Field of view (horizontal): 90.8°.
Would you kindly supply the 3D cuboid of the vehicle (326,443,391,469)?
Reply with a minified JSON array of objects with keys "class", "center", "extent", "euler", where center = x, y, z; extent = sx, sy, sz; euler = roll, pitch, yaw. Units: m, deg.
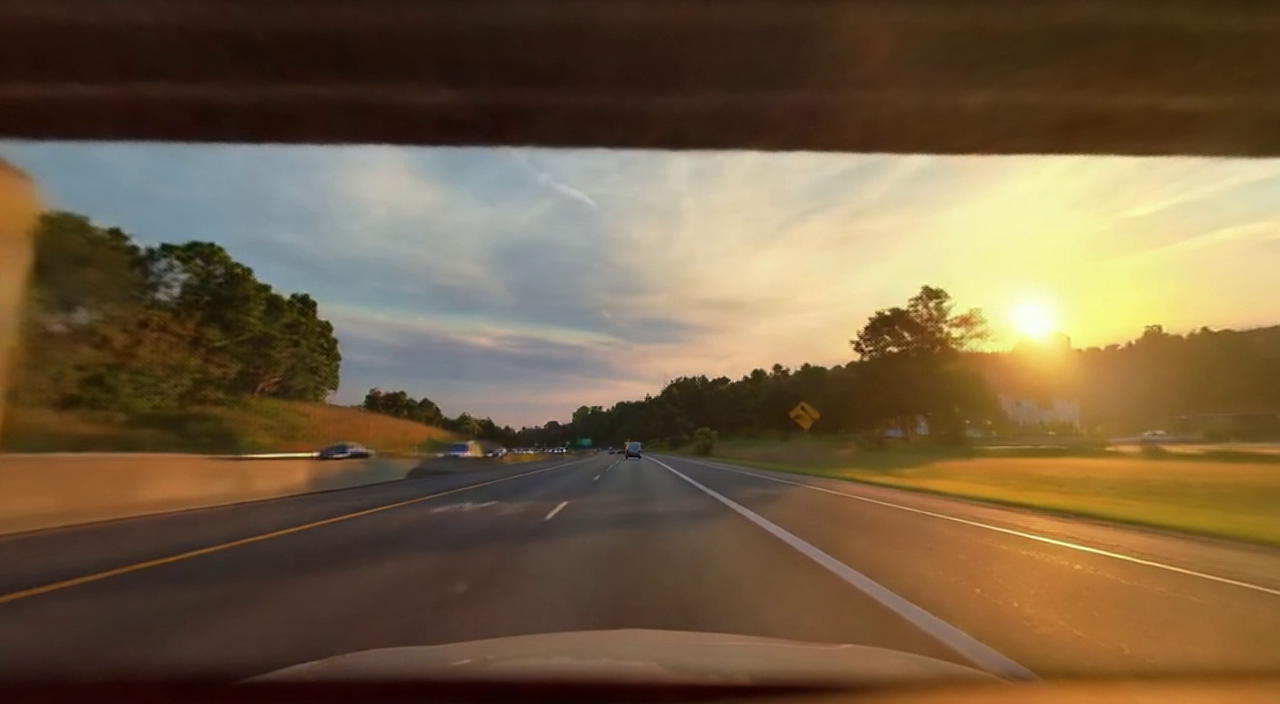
[{"class":"vehicle","center":[-16.868,6.262,38.066],"extent":[1.846,1.467,4.569],"euler":[0,-9,-1]}]

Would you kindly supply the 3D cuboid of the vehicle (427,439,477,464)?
[{"class":"vehicle","center":[-13.273,7.045,44.763],"extent":[2.204,1.648,4.529],"euler":[0,-9,-1]}]
